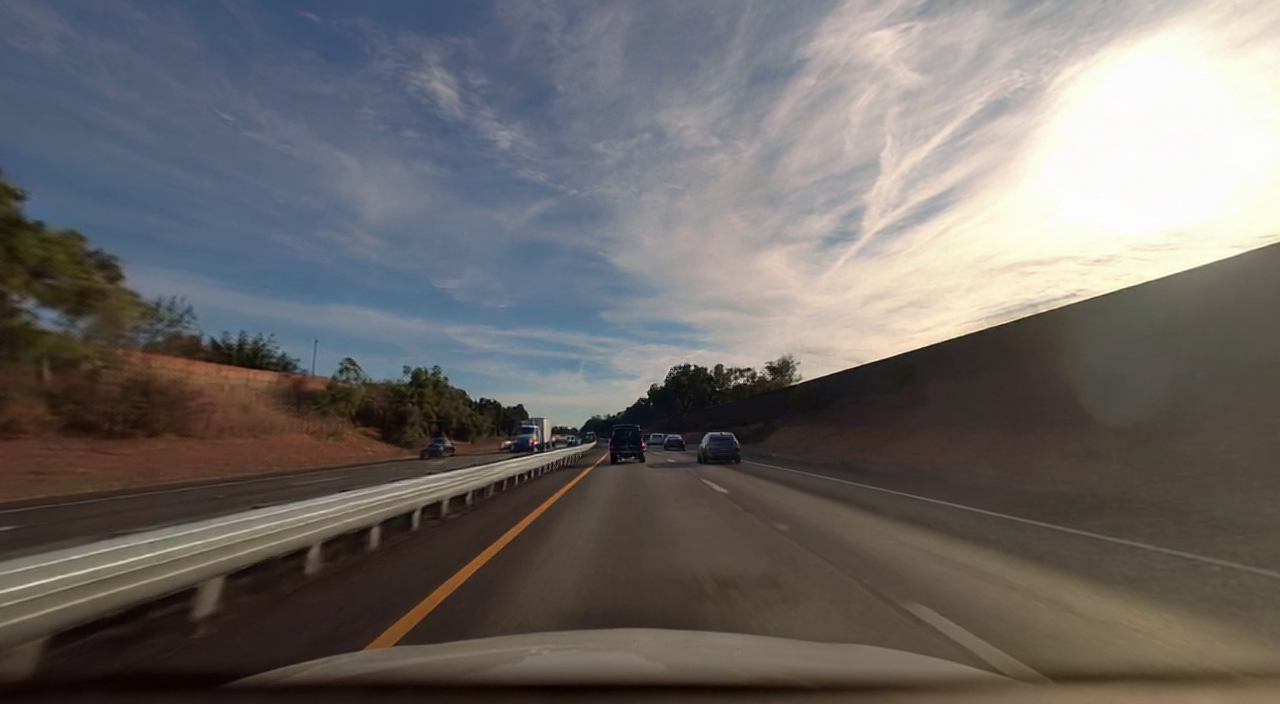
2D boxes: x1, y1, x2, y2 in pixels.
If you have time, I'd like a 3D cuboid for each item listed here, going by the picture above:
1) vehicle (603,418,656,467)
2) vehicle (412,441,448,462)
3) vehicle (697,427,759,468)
[{"bbox_3d":[-0.508,4.184,29.186,2.270,2.044,4.633,0,-8,-1],"label":"vehicle"},{"bbox_3d":[-16.064,7.576,48.341,1.764,1.465,3.584,-2,-8,-3],"label":"vehicle"},{"bbox_3d":[3.669,4.042,26.959,1.981,1.606,3.956,0,-8,-2],"label":"vehicle"}]
